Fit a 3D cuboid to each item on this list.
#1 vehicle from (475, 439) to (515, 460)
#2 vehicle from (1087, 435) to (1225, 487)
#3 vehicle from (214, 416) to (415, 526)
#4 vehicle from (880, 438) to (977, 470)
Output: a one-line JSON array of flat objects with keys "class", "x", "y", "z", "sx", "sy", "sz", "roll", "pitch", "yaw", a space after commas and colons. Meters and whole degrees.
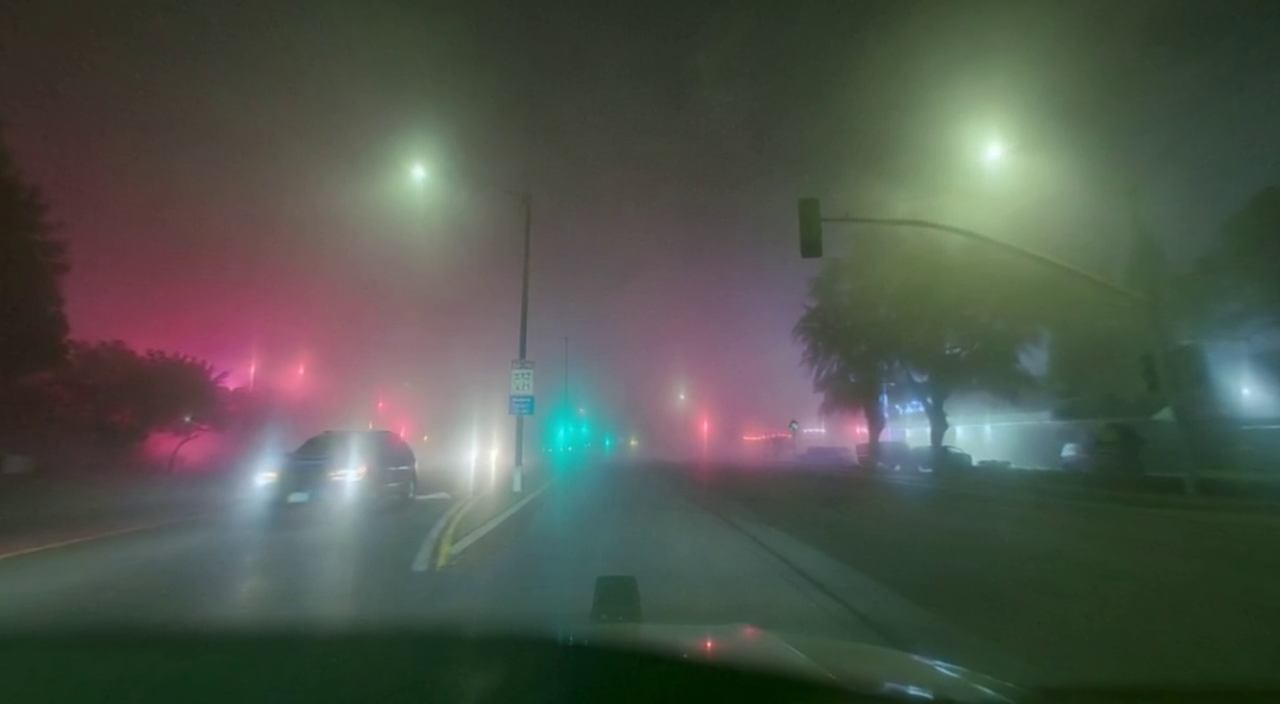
[{"class": "vehicle", "x": -10.851, "y": 7.340, "z": 47.629, "sx": 2.094, "sy": 1.485, "sz": 4.446, "roll": 1, "pitch": -8, "yaw": -2}, {"class": "vehicle", "x": 20.394, "y": 4.236, "z": 24.911, "sx": 5.672, "sy": 1.821, "sz": 2.180, "roll": 5, "pitch": -9, "yaw": -30}, {"class": "vehicle", "x": -6.009, "y": 2.224, "z": 12.434, "sx": 2.057, "sy": 1.709, "sz": 4.590, "roll": 2, "pitch": -8, "yaw": -9}, {"class": "vehicle", "x": 16.473, "y": 5.850, "z": 36.221, "sx": 4.481, "sy": 1.685, "sz": 2.195, "roll": 2, "pitch": -9, "yaw": -5}]
